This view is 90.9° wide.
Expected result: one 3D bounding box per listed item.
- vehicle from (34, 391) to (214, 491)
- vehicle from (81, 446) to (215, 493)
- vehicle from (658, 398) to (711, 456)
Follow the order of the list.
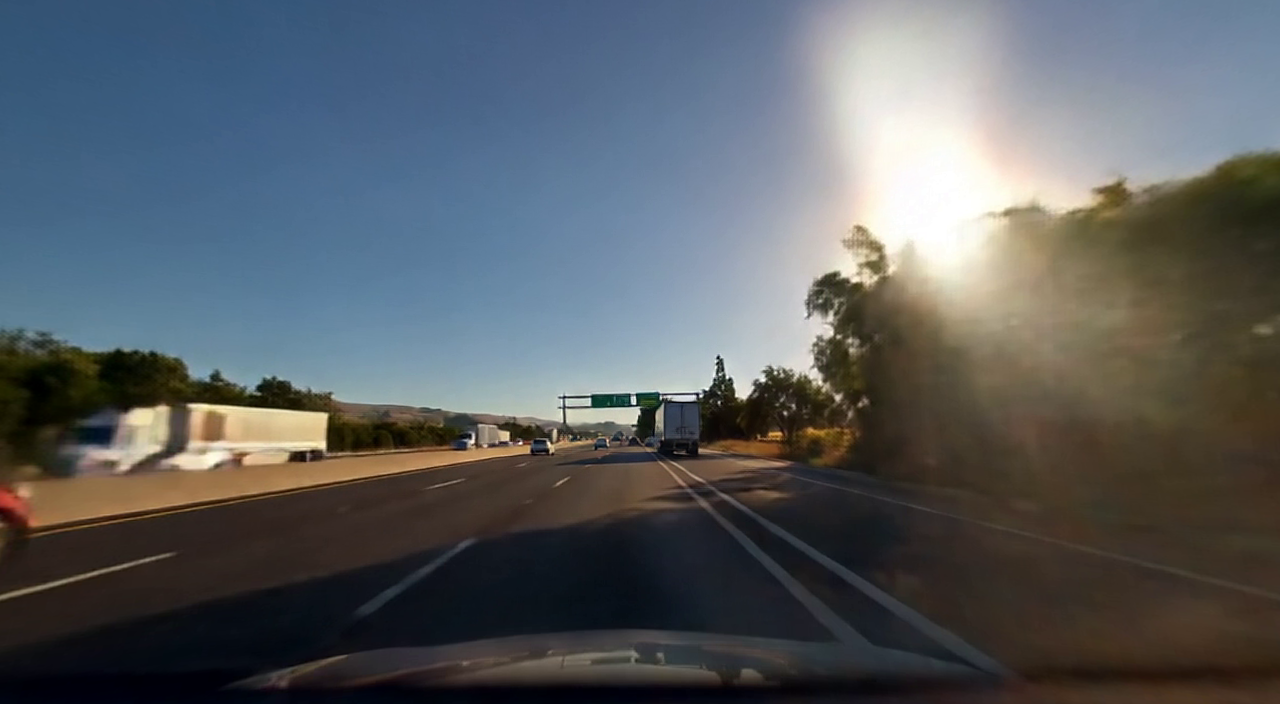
[{"bbox_3d":[-23.175,4.032,28.852,3.013,4.037,6.006,0,-8,-1],"label":"vehicle"},{"bbox_3d":[-18.404,4.382,23.834,1.904,1.528,3.893,0,-8,-1],"label":"vehicle"},{"bbox_3d":[3.059,5.633,46.906,2.760,3.710,12.230,0,-7,-1],"label":"vehicle"}]
